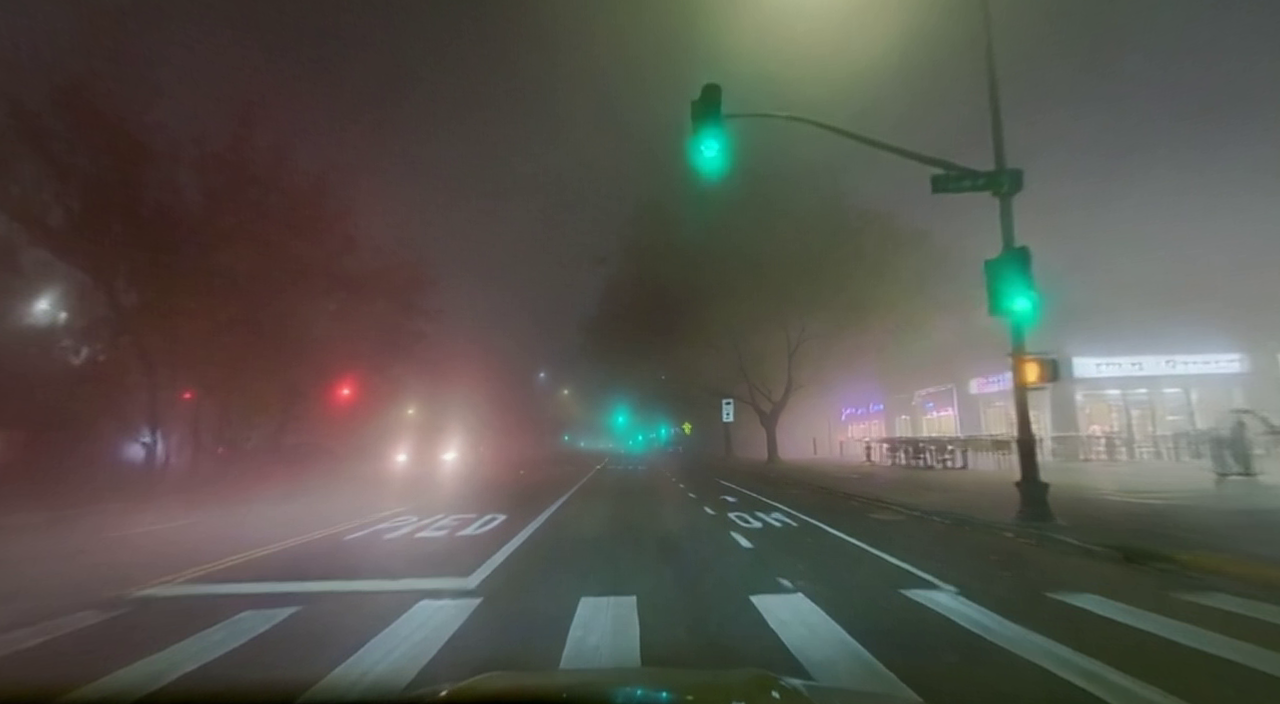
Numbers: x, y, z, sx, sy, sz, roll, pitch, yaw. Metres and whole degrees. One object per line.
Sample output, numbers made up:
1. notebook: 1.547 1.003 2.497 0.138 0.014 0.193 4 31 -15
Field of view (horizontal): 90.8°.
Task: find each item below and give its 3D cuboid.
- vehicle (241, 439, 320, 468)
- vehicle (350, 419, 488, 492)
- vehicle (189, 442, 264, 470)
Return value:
1. vehicle: -20.464 5.774 36.164 1.981 1.510 4.439 0 -8 -1
2. vehicle: -6.614 3.179 19.753 2.545 1.943 5.168 0 -8 -1
3. vehicle: -23.057 5.758 35.385 1.739 1.373 3.759 0 -7 -2
